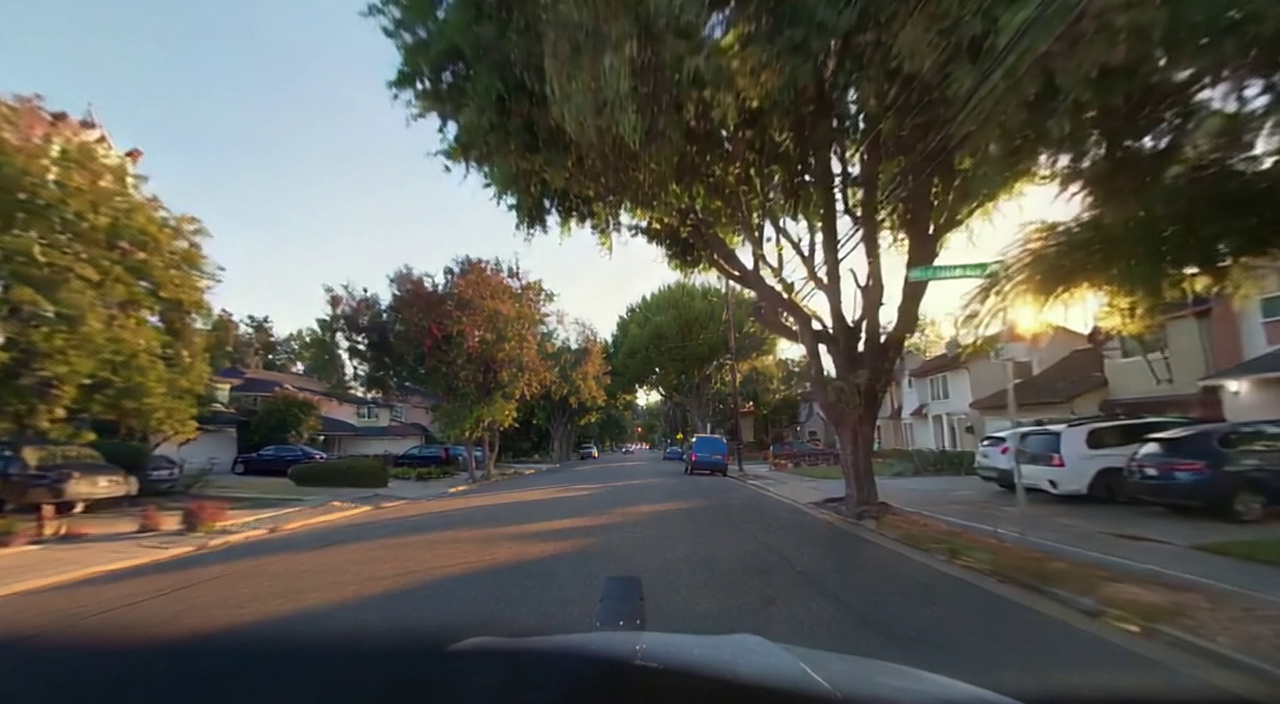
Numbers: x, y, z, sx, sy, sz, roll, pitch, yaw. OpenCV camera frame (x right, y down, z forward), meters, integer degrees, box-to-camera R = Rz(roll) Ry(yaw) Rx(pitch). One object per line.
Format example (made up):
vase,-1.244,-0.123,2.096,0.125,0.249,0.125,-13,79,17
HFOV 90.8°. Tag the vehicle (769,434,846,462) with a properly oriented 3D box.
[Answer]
vehicle,11.261,6.475,42.629,4.602,1.799,1.859,0,-8,-1

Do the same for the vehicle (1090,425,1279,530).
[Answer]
vehicle,9.884,1.899,9.870,4.125,1.461,1.984,0,-8,1

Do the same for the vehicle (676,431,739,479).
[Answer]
vehicle,3.098,4.870,30.226,2.311,2.069,5.156,0,-8,-1

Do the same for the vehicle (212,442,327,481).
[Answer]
vehicle,-18.276,5.389,31.328,4.414,1.731,2.008,-1,-8,-3

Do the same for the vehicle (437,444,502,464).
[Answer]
vehicle,-12.989,7.816,48.345,4.443,1.475,1.932,1,-8,-2

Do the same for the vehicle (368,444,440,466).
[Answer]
vehicle,-17.863,7.823,48.059,4.615,1.482,2.073,1,-7,0

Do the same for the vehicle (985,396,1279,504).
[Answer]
vehicle,10.349,1.994,13.068,5.030,1.915,2.221,-2,-7,2
